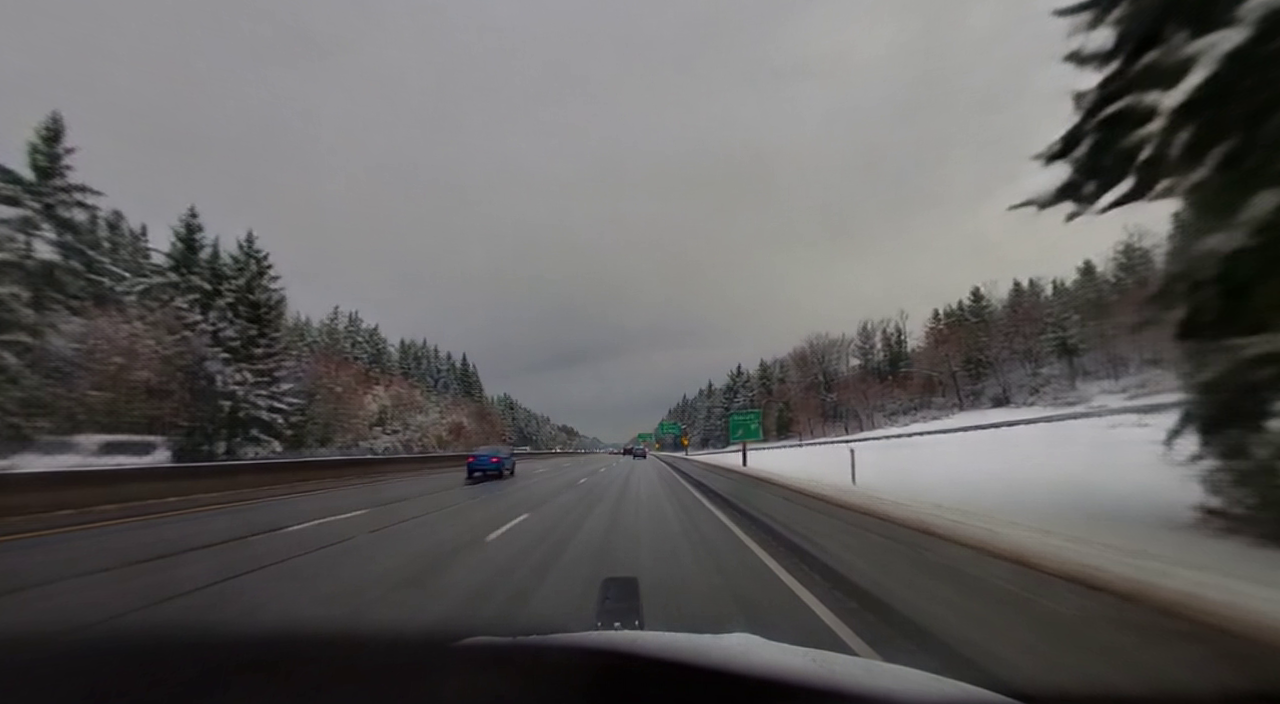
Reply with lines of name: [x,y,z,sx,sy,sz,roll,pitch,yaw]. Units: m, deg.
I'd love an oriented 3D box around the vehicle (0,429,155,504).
vehicle: [-18.141,3.403,19.236,2.307,1.965,5.330,0,-8,1]

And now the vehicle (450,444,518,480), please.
vehicle: [-7.493,5.298,30.760,2.094,1.579,4.655,0,-8,1]

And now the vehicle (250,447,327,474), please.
vehicle: [-25.554,7.901,46.107,2.218,1.820,5.802,0,-8,1]
